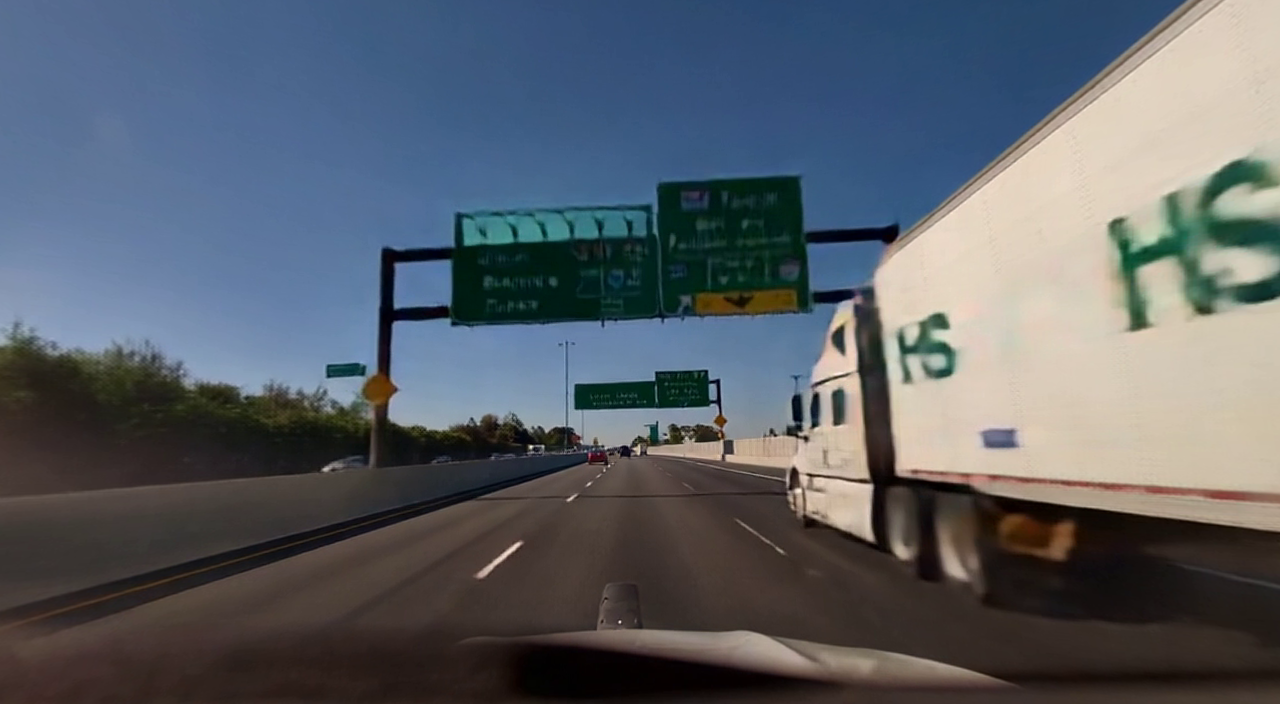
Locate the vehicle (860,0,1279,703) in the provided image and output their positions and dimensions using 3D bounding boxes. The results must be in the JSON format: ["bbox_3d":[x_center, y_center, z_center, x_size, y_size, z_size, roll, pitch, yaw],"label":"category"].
[{"bbox_3d":[4.093,-0.290,1.301,2.823,3.509,12.118,0,-9,0],"label":"vehicle"}]
